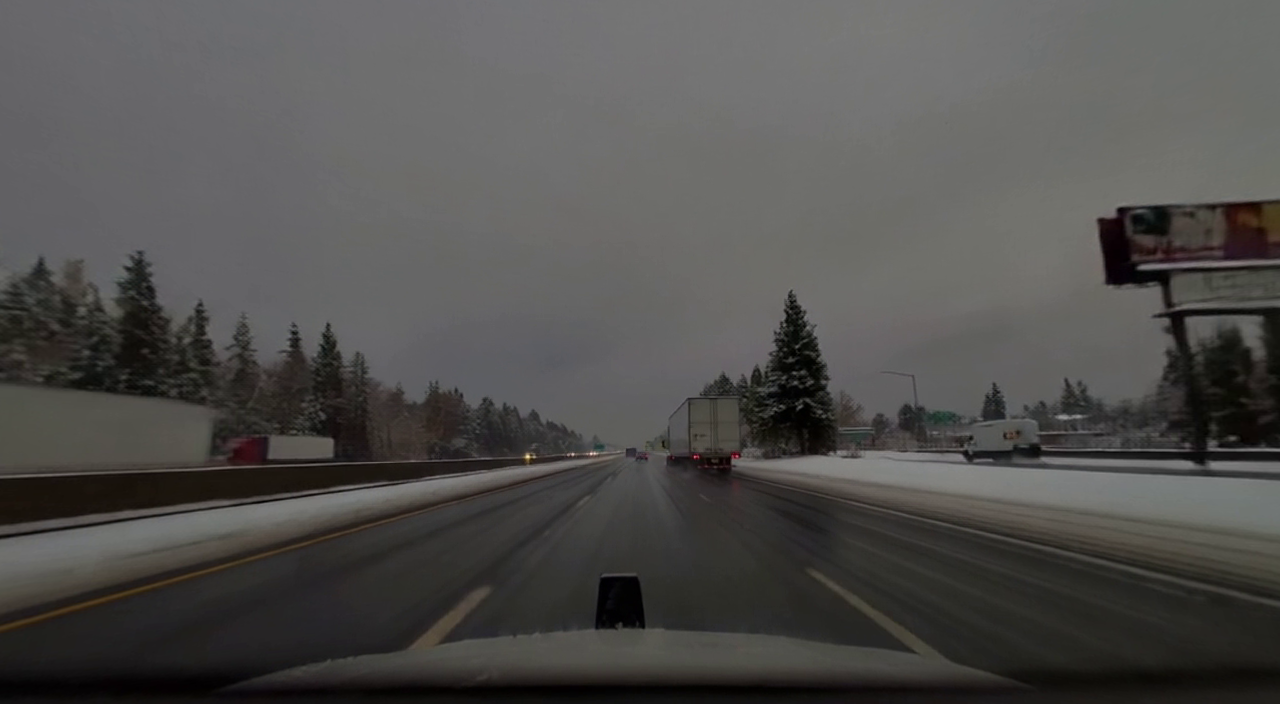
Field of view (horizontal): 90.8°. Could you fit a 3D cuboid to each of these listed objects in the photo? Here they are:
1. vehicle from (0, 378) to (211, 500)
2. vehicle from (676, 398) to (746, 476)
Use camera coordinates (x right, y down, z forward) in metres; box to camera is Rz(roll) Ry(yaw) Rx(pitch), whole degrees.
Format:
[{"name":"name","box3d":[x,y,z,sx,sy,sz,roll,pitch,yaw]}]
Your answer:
[{"name":"vehicle","box3d":[-20.529,2.883,20.744,3.568,3.525,13.475,0,-9,-1]},{"name":"vehicle","box3d":[4.329,5.686,41.388,3.058,4.312,12.251,0,-9,0]}]
